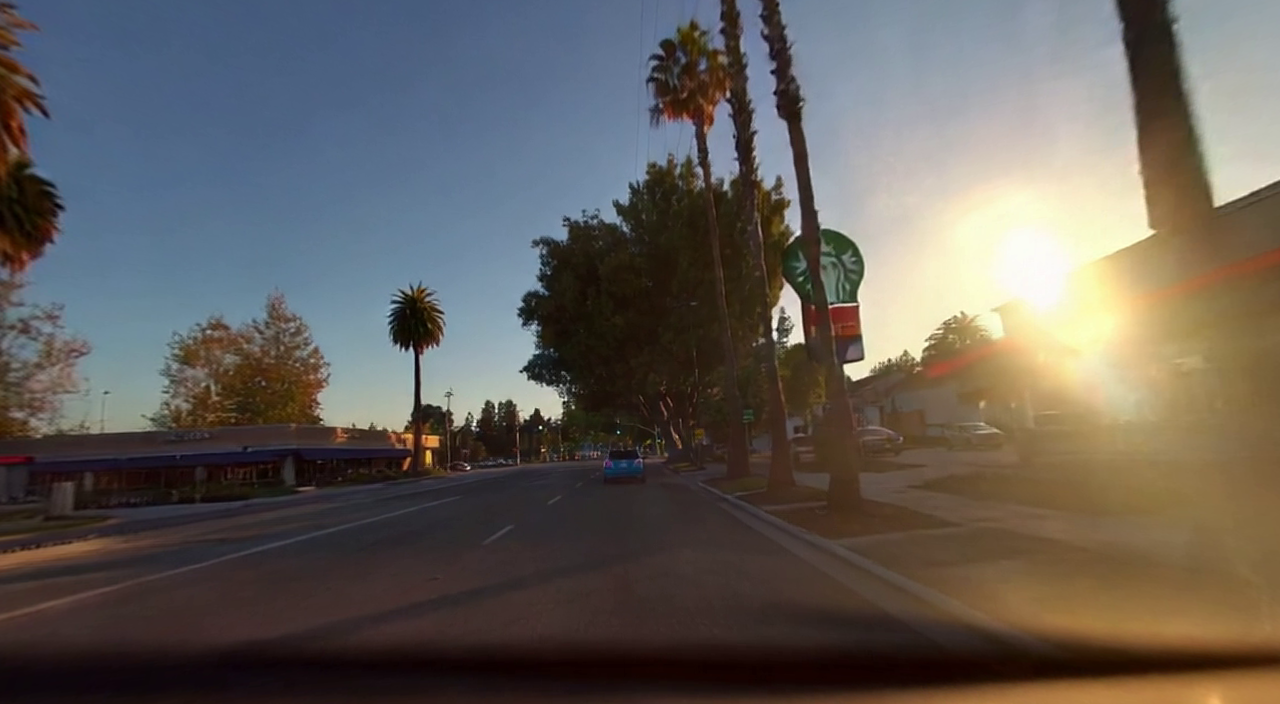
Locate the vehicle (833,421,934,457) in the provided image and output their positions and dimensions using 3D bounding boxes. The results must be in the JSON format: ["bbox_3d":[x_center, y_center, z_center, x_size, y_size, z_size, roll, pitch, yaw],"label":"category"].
[{"bbox_3d":[12.475,4.570,32.693,1.873,1.657,4.557,5,-11,-31],"label":"vehicle"}]

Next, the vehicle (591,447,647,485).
[{"bbox_3d":[-0.861,4.762,26.795,2.156,1.462,4.495,0,-9,-1],"label":"vehicle"}]

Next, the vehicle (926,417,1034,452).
[{"bbox_3d":[17.707,4.375,33.153,1.856,1.665,4.574,5,-10,-32],"label":"vehicle"}]
